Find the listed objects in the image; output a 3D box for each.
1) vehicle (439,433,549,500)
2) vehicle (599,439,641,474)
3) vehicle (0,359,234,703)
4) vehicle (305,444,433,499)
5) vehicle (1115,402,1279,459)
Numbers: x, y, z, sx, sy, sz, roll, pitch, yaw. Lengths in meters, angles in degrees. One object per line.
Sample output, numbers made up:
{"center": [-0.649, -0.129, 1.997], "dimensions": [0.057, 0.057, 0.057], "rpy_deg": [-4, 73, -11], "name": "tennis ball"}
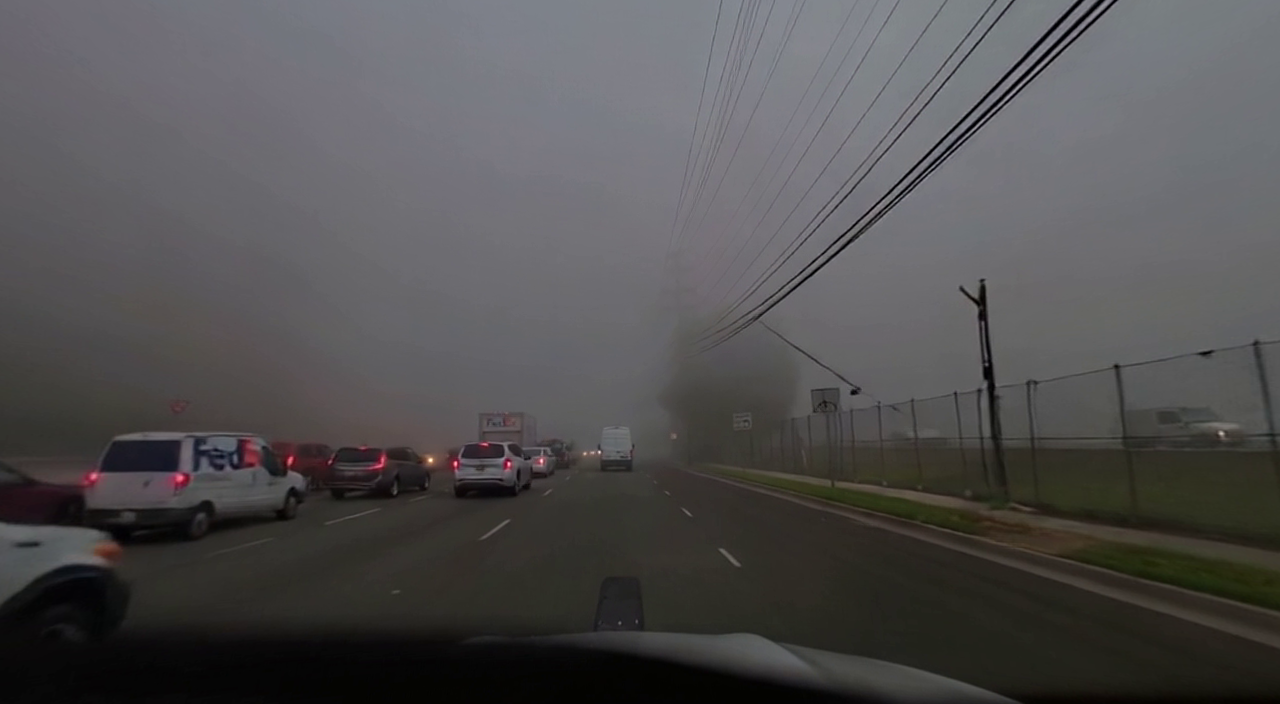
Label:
{"center": [-4.028, 3.250, 18.334], "dimensions": [2.057, 1.673, 4.934], "rpy_deg": [0, -8, 0], "name": "vehicle"}
{"center": [-1.065, 5.387, 32.770], "dimensions": [2.055, 1.671, 4.147], "rpy_deg": [0, -8, -2], "name": "vehicle"}
{"center": [-3.805, 0.741, 1.616], "dimensions": [2.388, 1.692, 4.684], "rpy_deg": [0, -8, 0], "name": "vehicle"}
{"center": [-8.256, 3.640, 19.795], "dimensions": [1.909, 1.473, 5.050], "rpy_deg": [0, -8, -2], "name": "vehicle"}
{"center": [31.231, 4.432, 35.256], "dimensions": [7.011, 3.014, 2.594], "rpy_deg": [0, -9, -1], "name": "vehicle"}
